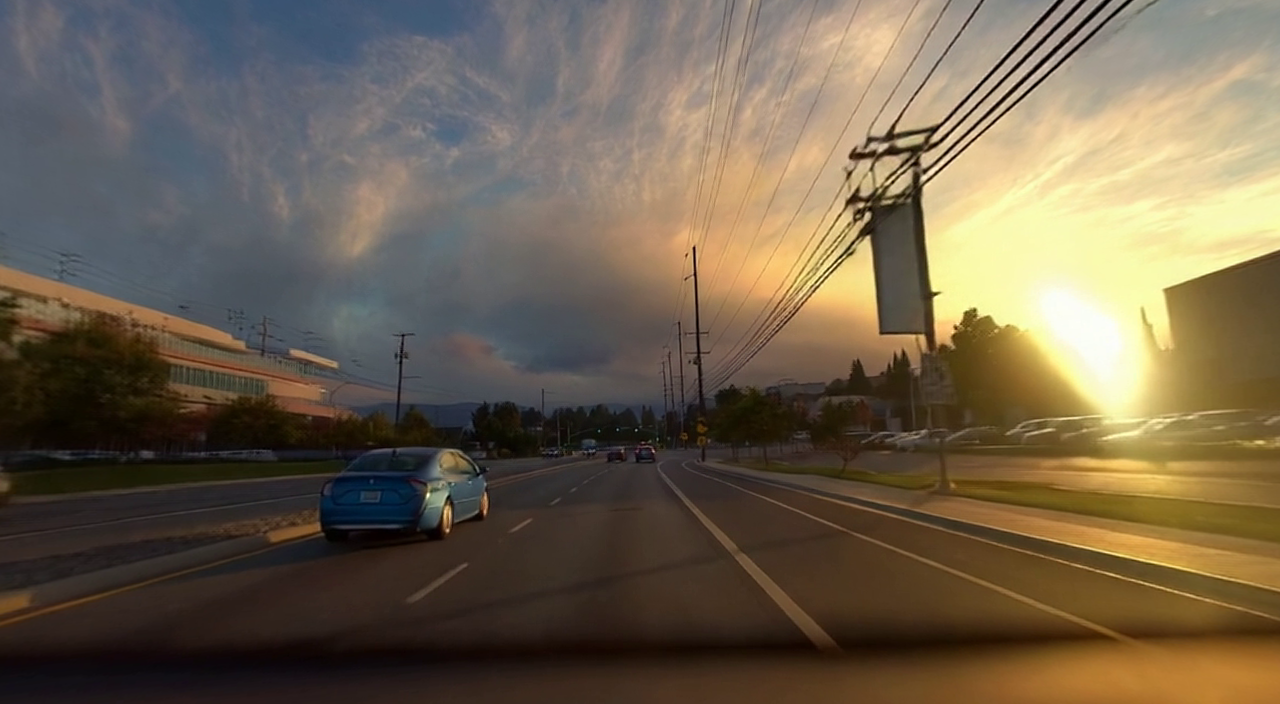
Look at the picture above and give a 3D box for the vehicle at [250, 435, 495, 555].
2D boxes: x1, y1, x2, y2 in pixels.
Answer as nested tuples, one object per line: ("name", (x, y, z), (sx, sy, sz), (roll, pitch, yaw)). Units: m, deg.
("vehicle", (-3.898, 2.139, 10.300), (1.928, 1.488, 4.635), (0, -8, 1))
